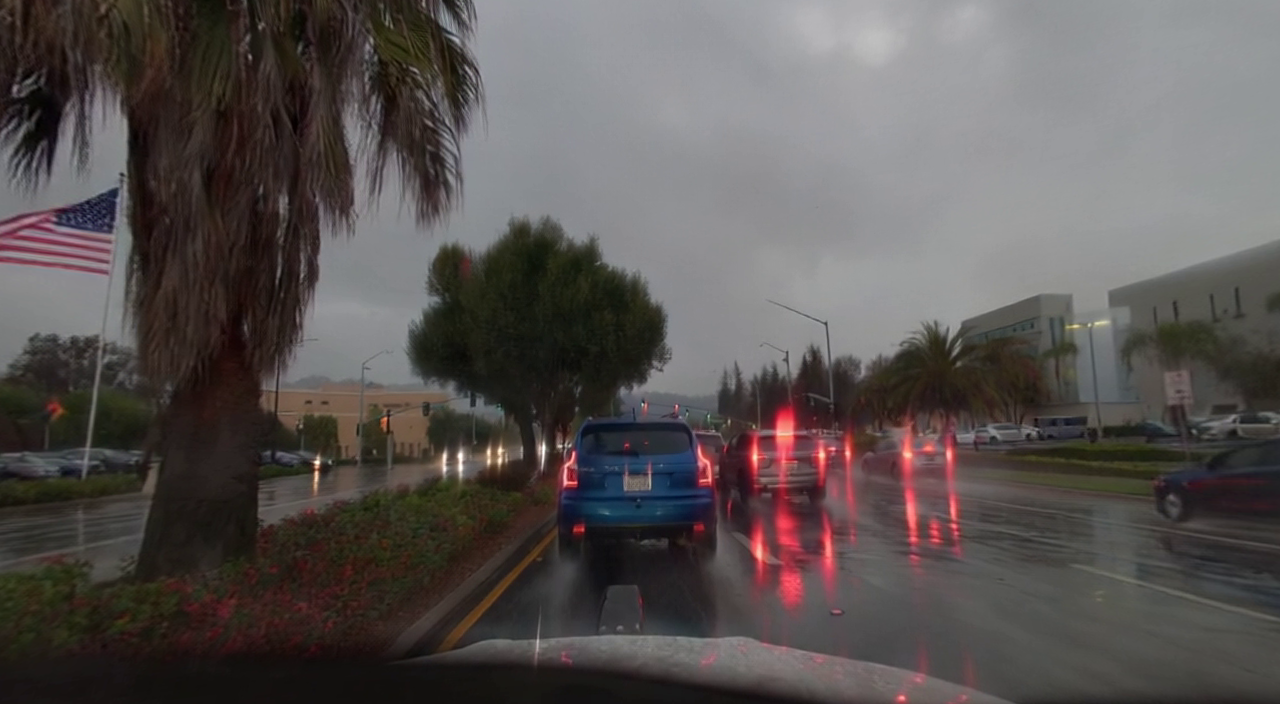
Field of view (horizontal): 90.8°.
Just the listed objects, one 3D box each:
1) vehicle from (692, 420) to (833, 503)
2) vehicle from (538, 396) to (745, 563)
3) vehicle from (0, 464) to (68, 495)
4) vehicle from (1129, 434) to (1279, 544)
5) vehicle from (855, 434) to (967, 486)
[{"bbox_3d":[3.274,3.159,18.703,2.773,2.021,6.212,0,-9,-2],"label":"vehicle"},{"bbox_3d":[-0.043,1.826,9.727,2.402,1.938,4.535,0,-9,-2],"label":"vehicle"},{"bbox_3d":[-45.859,9.168,45.667,6.410,2.078,2.584,0,-9,0],"label":"vehicle"},{"bbox_3d":[9.746,1.944,9.122,1.967,1.485,4.267,0,-9,1],"label":"vehicle"},{"bbox_3d":[10.095,4.048,23.998,2.155,1.779,4.582,0,-9,-1],"label":"vehicle"}]
